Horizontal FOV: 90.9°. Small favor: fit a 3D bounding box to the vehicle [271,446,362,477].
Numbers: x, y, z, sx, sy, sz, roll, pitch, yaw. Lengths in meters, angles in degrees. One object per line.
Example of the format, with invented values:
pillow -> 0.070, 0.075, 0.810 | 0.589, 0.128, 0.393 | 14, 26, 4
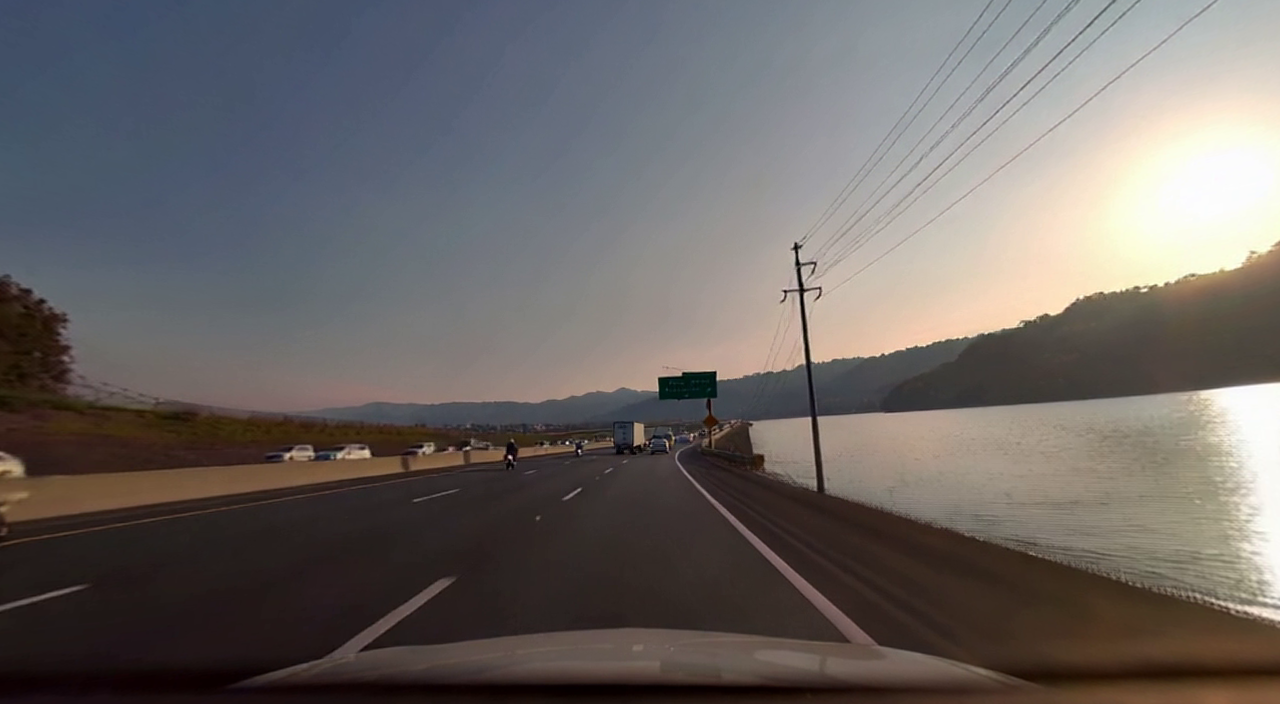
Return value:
vehicle -> -16.549, 5.603, 32.542 | 2.164, 1.462, 4.489 | -1, -8, 2
